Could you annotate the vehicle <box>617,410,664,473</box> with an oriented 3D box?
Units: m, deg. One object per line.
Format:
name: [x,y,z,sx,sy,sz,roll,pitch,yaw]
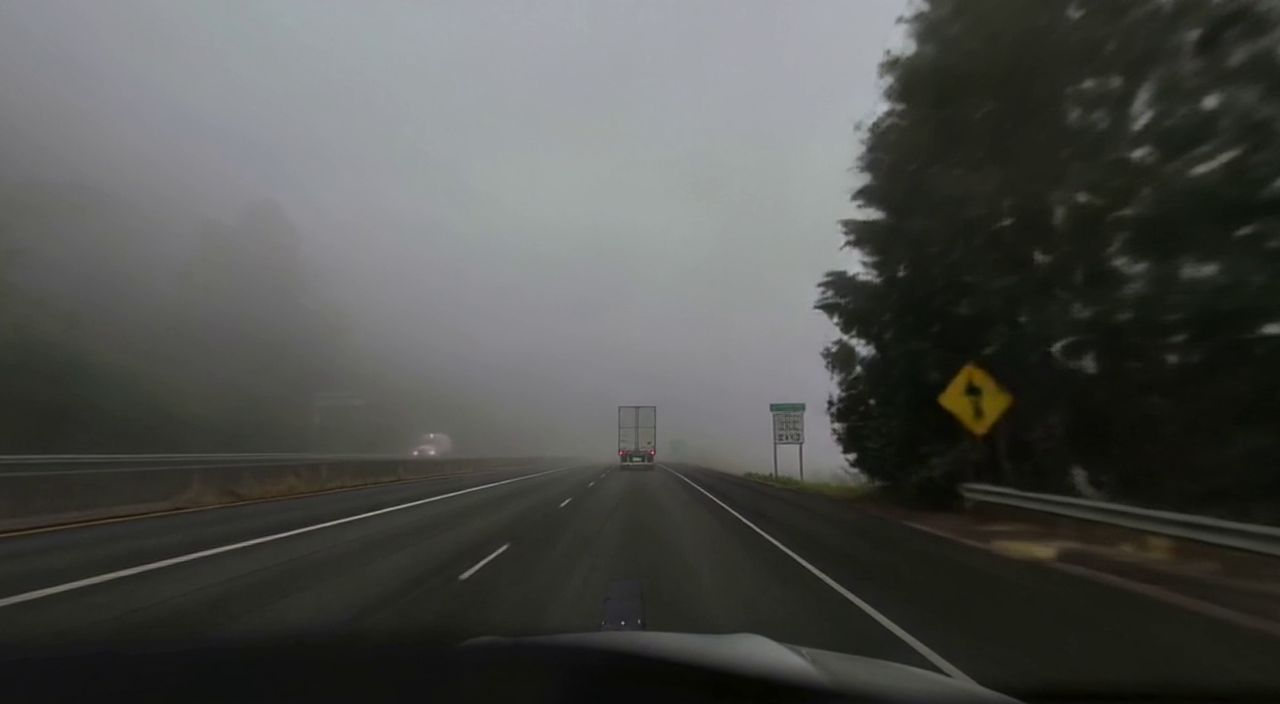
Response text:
vehicle: [-0.017,6.468,45.120,2.982,3.947,11.075,0,-9,0]
